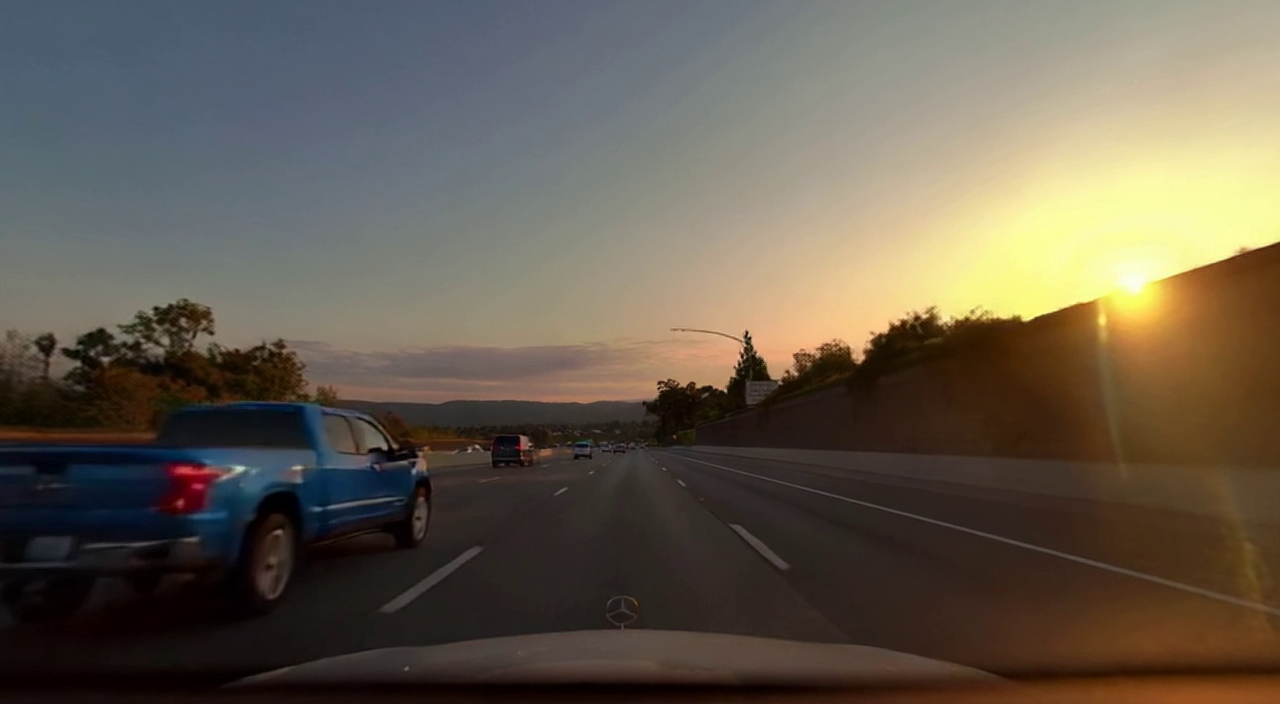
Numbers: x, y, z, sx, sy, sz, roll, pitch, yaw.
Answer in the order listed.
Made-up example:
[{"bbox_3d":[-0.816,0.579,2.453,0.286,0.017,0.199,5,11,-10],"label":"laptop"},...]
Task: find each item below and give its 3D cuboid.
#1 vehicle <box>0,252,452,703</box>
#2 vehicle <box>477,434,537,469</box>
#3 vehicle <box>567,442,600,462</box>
[{"bbox_3d":[-4.024,1.096,5.735,2.604,2.170,6.271,0,-8,1],"label":"vehicle"},{"bbox_3d":[-8.011,6.064,38.732,2.351,1.922,6.335,0,-8,0],"label":"vehicle"},{"bbox_3d":[-4.259,7.654,48.260,2.106,1.452,4.525,0,-8,0],"label":"vehicle"}]
